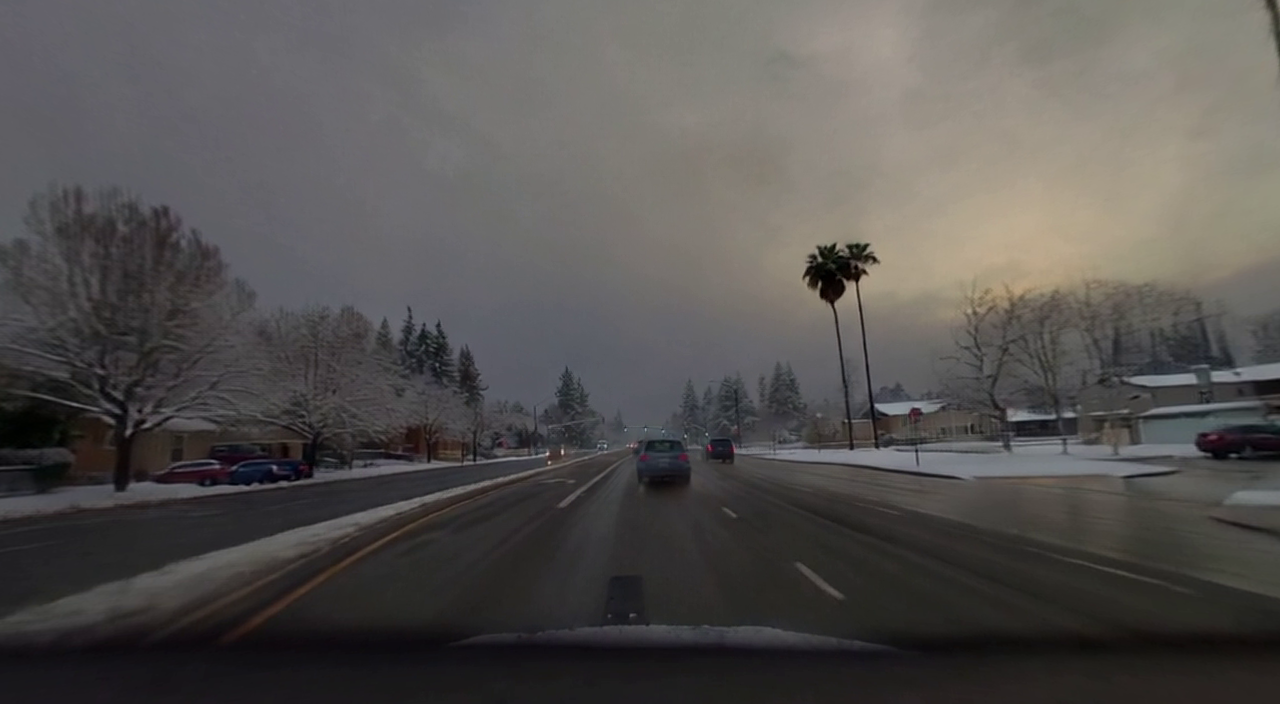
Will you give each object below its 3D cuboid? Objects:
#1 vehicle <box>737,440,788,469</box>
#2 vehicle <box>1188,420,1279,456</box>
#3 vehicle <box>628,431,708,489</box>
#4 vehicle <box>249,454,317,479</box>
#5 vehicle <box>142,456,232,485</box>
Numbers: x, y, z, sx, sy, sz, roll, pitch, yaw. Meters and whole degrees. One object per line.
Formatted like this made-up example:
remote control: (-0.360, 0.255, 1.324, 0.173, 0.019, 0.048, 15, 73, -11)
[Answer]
vehicle: (6.643, 5.605, 34.668, 1.897, 1.477, 4.360, 0, -8, -1)
vehicle: (27.594, 3.905, 28.386, 1.781, 1.520, 3.979, 2, -9, -13)
vehicle: (0.777, 3.460, 20.506, 2.289, 1.679, 4.180, 0, -8, -1)
vehicle: (-23.402, 7.518, 41.486, 1.834, 1.499, 4.346, 0, -9, 1)
vehicle: (-26.399, 6.898, 36.932, 1.813, 1.452, 4.619, 0, -8, 0)
